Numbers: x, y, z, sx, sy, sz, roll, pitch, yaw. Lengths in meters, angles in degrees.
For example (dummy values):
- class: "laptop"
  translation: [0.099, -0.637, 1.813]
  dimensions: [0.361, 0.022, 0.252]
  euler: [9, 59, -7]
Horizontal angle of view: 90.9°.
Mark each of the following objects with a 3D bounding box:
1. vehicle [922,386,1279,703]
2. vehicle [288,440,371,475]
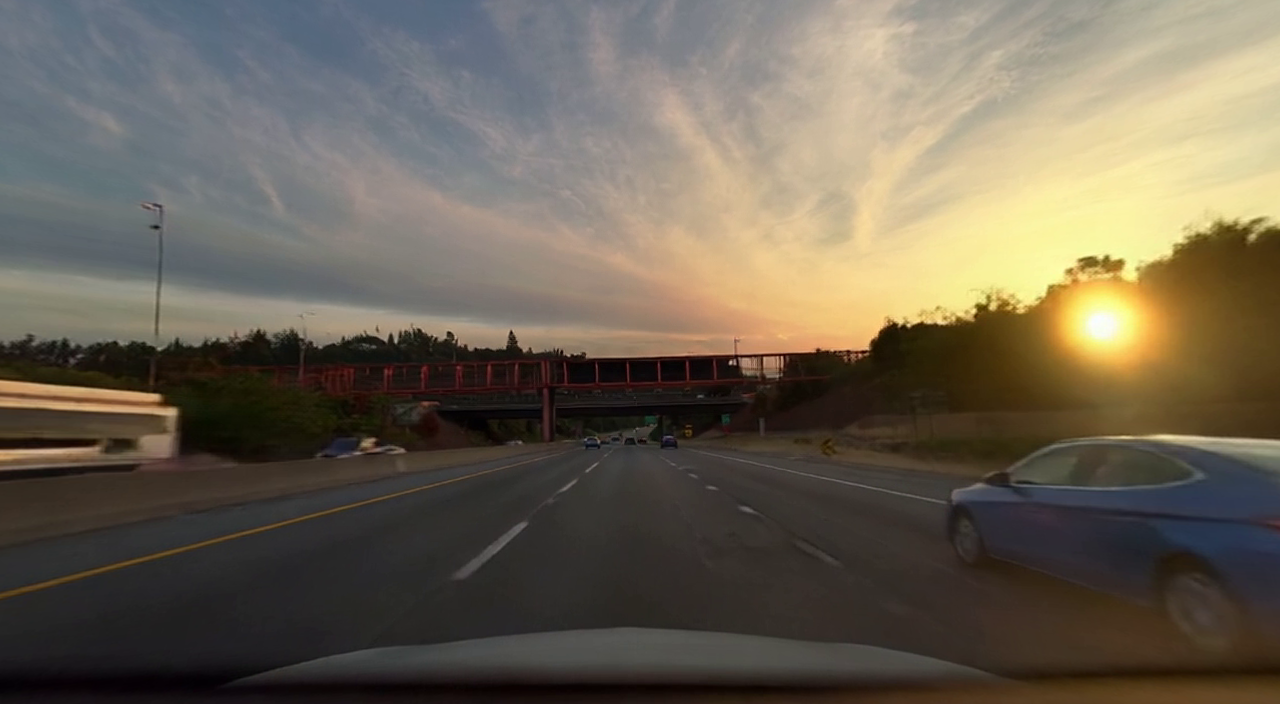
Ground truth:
- class: "vehicle"
  translation: [3.978, 1.110, 4.243]
  dimensions: [2.031, 1.531, 4.365]
  euler: [0, -8, -2]
- class: "vehicle"
  translation: [-16.709, 5.674, 34.272]
  dimensions: [1.934, 1.737, 5.320]
  euler: [0, -8, -1]
